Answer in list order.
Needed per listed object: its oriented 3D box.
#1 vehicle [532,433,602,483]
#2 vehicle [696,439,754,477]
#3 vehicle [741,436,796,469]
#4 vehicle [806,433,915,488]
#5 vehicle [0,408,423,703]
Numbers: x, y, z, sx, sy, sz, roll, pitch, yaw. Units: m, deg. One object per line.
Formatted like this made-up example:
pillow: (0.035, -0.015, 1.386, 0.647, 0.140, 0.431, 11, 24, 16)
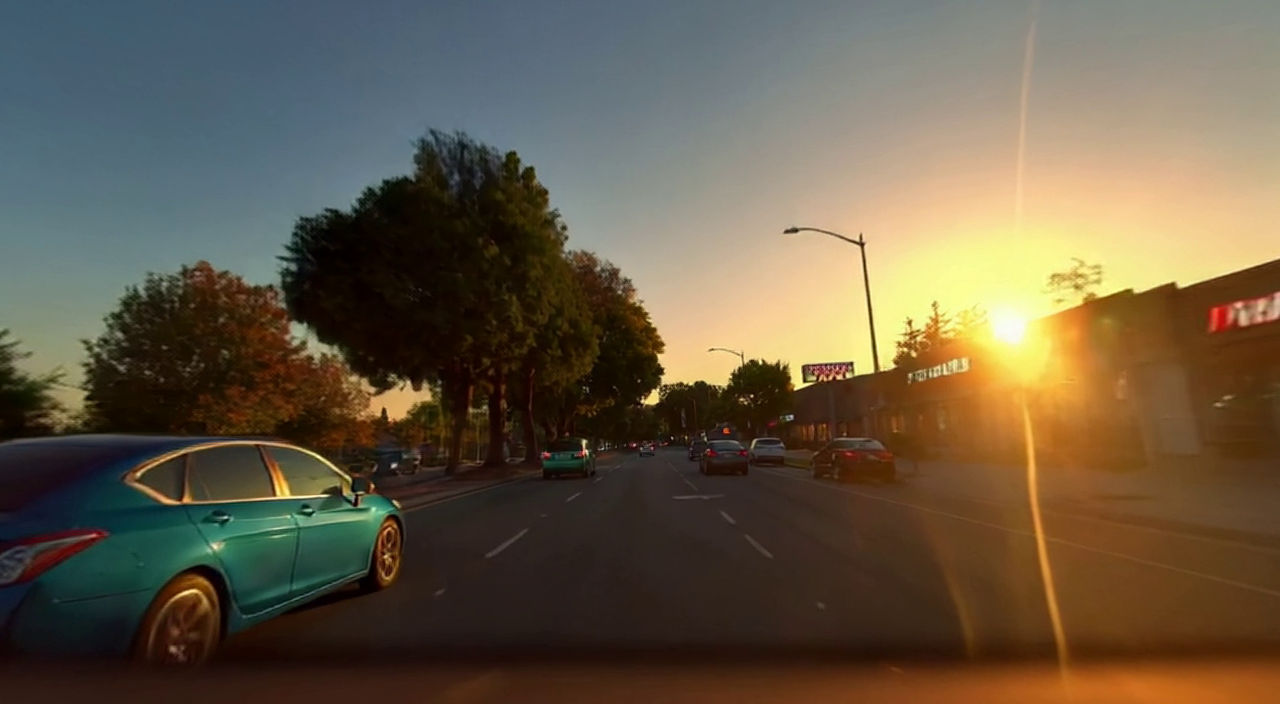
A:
vehicle: (-2.782, 4.189, 25.243, 2.193, 1.788, 4.603, 0, -8, 1)
vehicle: (3.602, 4.569, 27.385, 1.904, 1.490, 4.299, 0, -8, 0)
vehicle: (7.564, 5.976, 37.610, 2.198, 1.788, 4.941, 1, -8, 0)
vehicle: (7.397, 3.685, 21.740, 2.089, 1.678, 4.725, 0, -8, 0)
vehicle: (-3.262, 1.203, 4.028, 1.956, 1.460, 4.802, 0, -8, 1)
